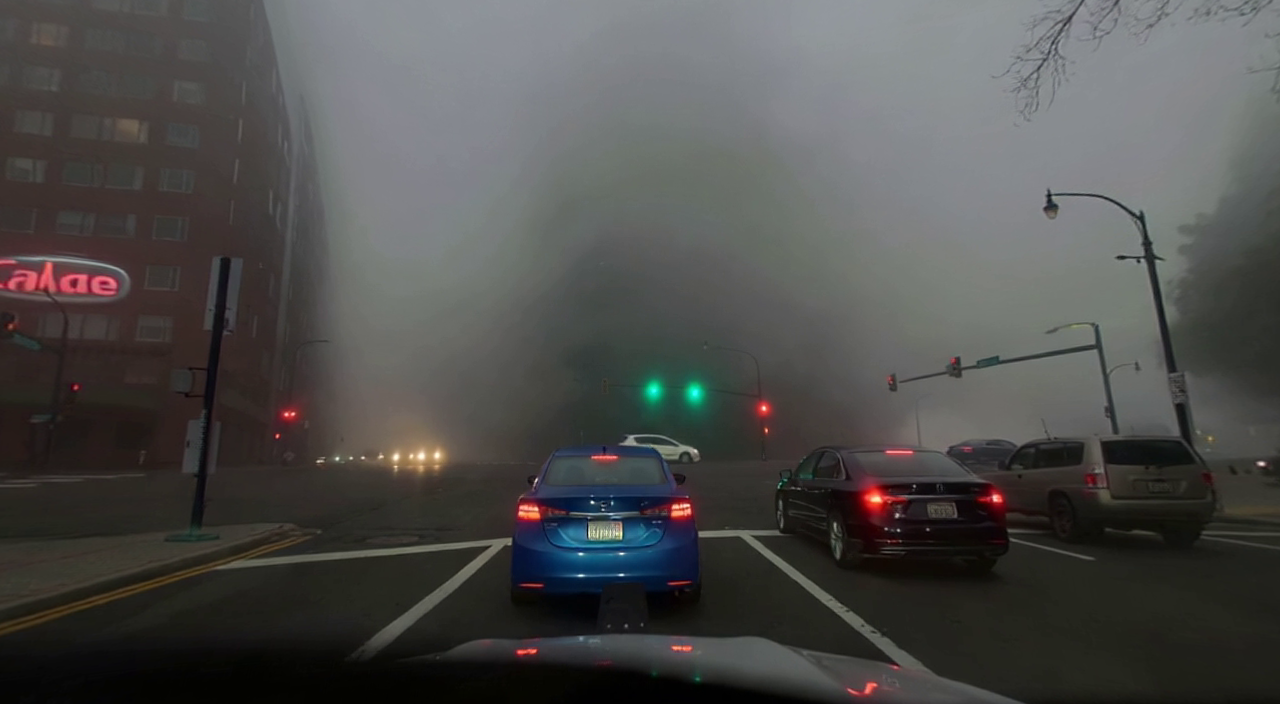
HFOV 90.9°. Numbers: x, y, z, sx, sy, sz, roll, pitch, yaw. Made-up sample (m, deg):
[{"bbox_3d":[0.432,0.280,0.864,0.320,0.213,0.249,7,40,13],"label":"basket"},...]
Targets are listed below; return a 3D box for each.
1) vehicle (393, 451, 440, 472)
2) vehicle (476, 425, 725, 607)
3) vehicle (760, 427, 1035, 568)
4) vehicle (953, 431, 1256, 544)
[{"bbox_3d":[-17.164,8.393,48.673,2.048,1.463,4.530,0,-8,-1],"label":"vehicle"},{"bbox_3d":[-0.376,1.654,7.289,2.059,1.477,3.988,0,-8,-1],"label":"vehicle"},{"bbox_3d":[3.207,1.889,8.972,2.042,1.508,4.109,0,-8,-2],"label":"vehicle"},{"bbox_3d":[7.435,2.166,10.791,1.908,1.517,4.182,0,-8,-1],"label":"vehicle"}]
